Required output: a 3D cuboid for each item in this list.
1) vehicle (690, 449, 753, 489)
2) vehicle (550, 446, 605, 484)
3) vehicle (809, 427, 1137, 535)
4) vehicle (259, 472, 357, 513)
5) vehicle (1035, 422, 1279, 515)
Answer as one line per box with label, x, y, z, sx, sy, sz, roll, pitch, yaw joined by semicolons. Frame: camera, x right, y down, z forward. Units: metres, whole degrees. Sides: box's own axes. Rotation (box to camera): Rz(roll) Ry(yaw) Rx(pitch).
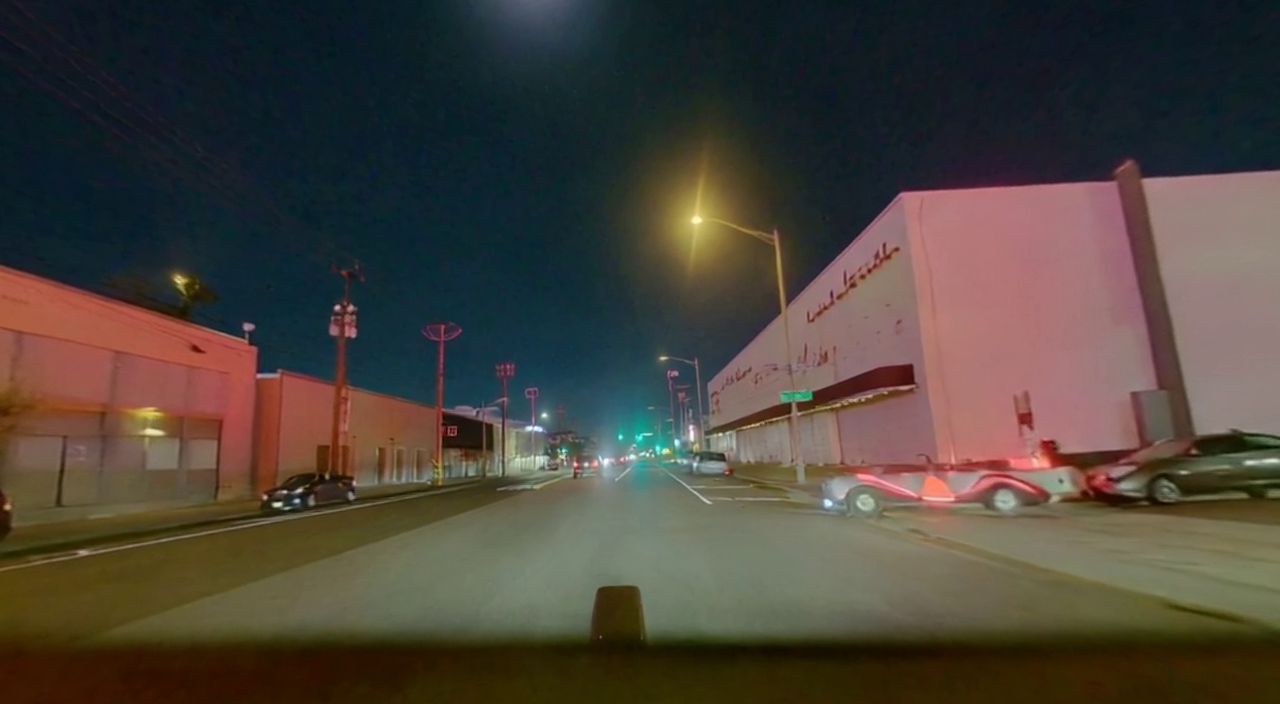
vehicle;3.425;5.020;27.477;2.007;1.558;4.464;0;-9;-2
vehicle;-3.228;5.898;33.454;2.348;1.831;4.737;0;-9;1
vehicle;5.441;2.176;11.038;4.474;1.632;2.234;-1;-9;6
vehicle;-15.535;6.576;29.911;2.073;1.492;4.687;-1;-8;1
vehicle;10.847;2.195;12.140;5.034;1.590;2.025;-2;-9;15
